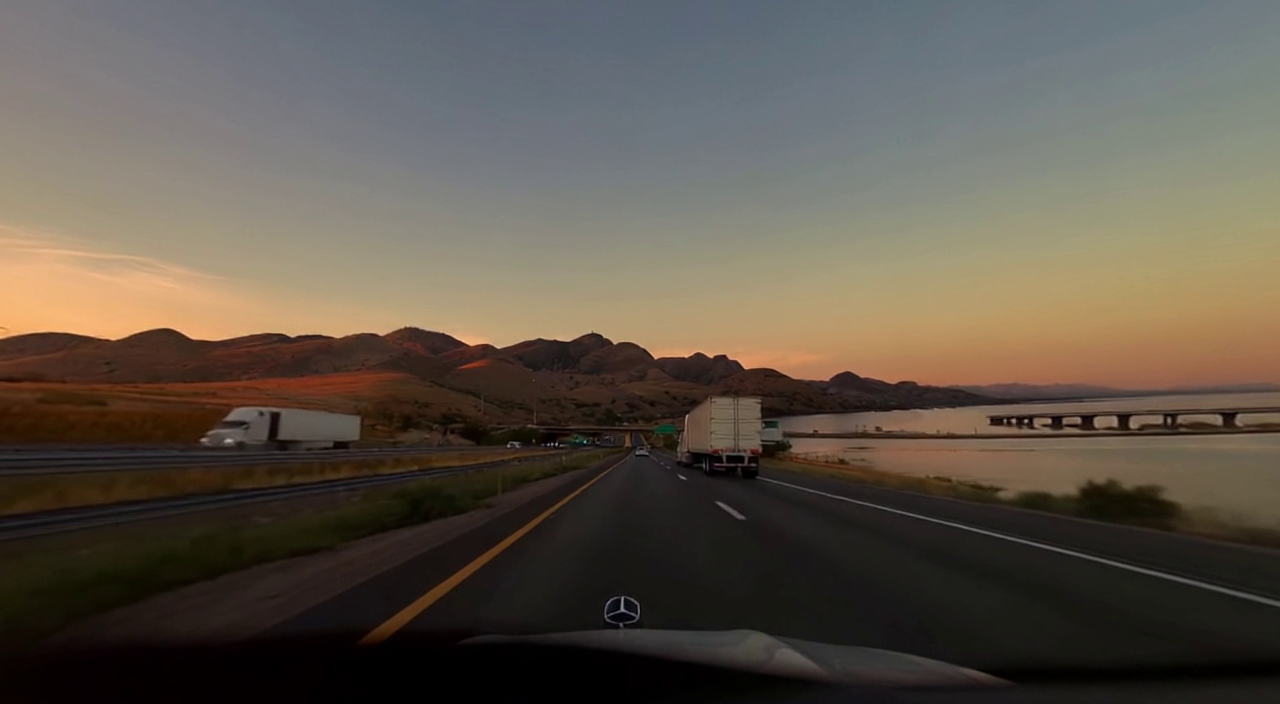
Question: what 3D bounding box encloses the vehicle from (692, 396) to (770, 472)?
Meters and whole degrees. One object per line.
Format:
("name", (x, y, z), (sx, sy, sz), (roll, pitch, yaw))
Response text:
("vehicle", (5.386, 5.388, 40.224), (3.035, 4.005, 13.454), (0, -9, 0))
